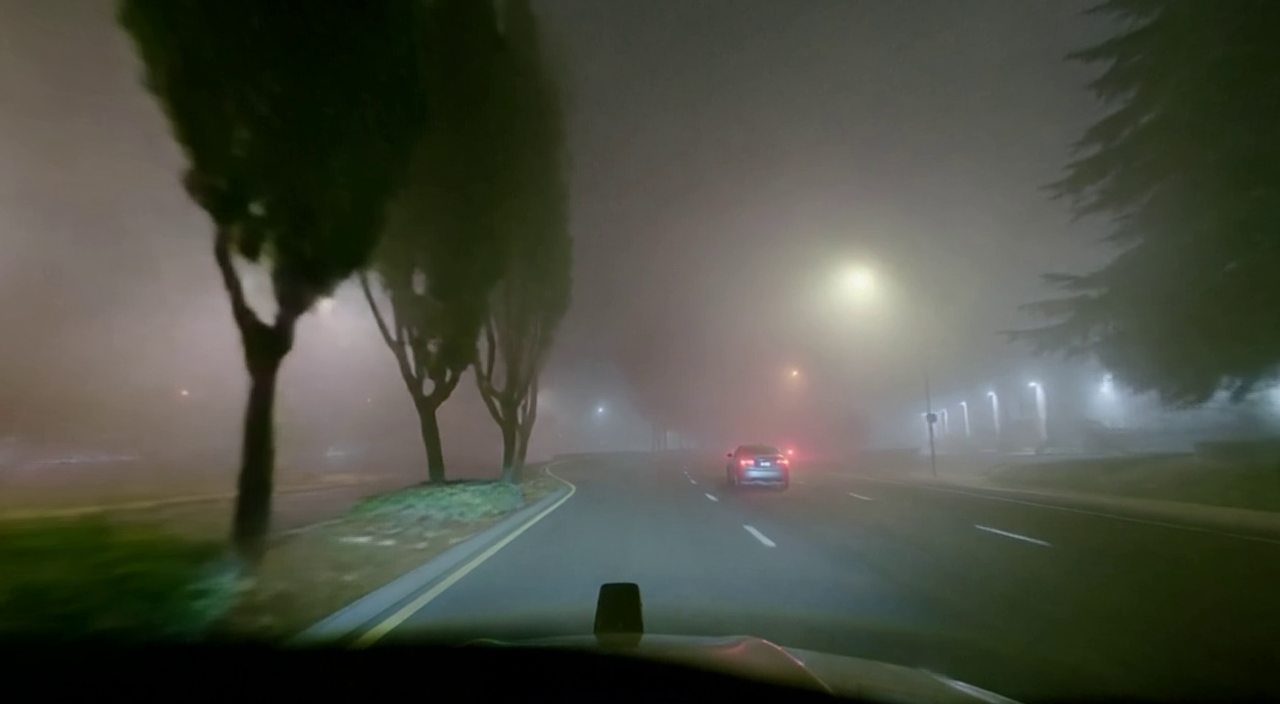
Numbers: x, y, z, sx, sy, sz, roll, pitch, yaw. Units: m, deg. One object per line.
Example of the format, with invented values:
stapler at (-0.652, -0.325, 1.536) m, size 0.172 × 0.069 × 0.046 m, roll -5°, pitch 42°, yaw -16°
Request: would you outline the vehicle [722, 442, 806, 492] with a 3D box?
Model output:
vehicle at (4.004, 3.799, 21.196) m, size 1.928 × 1.481 × 4.453 m, roll 0°, pitch -9°, yaw 0°
